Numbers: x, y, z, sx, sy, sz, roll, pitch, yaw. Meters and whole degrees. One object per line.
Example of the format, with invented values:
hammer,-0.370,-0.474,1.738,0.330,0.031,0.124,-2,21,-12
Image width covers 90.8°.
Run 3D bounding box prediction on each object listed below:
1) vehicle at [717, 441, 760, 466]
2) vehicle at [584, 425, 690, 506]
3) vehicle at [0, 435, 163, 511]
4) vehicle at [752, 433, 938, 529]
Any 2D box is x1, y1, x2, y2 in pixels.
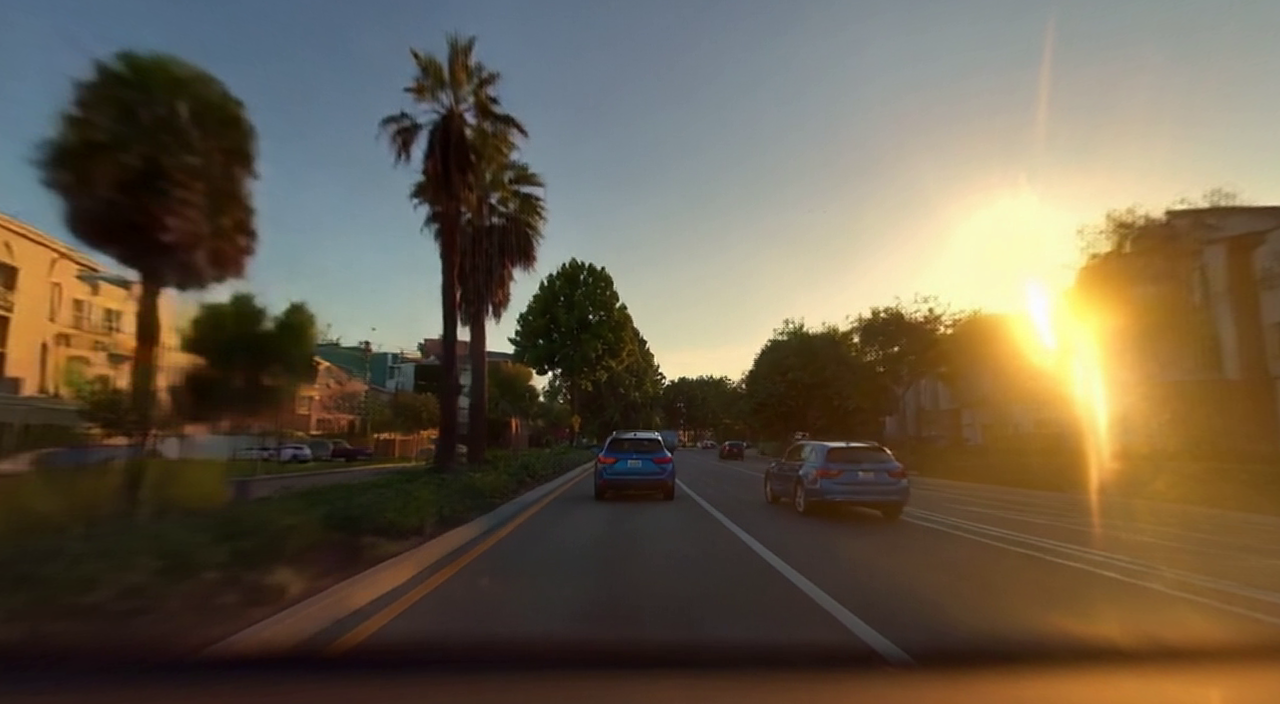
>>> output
vehicle,6.303,6.538,40.834,1.930,1.457,4.267,0,-8,-2
vehicle,-0.090,2.719,15.539,2.239,1.693,4.301,0,-8,-1
vehicle,-17.656,3.565,19.362,2.127,1.883,5.167,0,-6,-1
vehicle,3.620,2.361,12.224,1.941,1.472,4.570,0,-8,-2
